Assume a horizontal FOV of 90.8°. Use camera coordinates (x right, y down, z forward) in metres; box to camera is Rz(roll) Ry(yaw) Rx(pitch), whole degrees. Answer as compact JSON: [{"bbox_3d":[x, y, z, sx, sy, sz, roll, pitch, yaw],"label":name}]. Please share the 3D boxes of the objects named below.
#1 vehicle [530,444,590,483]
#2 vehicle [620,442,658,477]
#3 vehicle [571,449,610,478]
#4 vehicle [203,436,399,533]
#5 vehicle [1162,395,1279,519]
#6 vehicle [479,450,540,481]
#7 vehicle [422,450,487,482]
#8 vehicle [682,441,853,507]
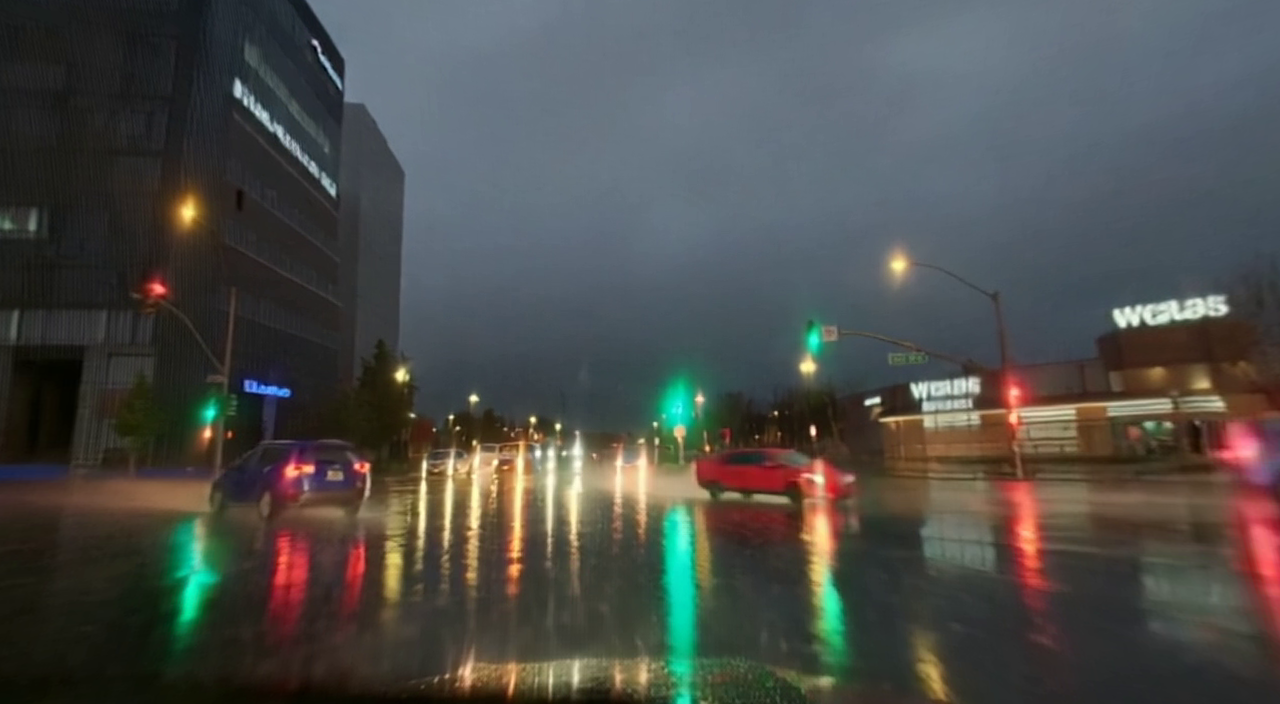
[{"bbox_3d":[-3.891,5.498,31.495,2.162,1.788,4.603,-1,-9,3],"label":"vehicle"},{"bbox_3d":[0.014,6.451,38.252,2.160,1.948,4.784,0,-9,2],"label":"vehicle"},{"bbox_3d":[-3.032,6.945,39.643,1.975,1.690,4.094,0,-9,2],"label":"vehicle"},{"bbox_3d":[-7.593,2.802,14.003,4.445,1.762,2.238,-8,-11,40],"label":"vehicle"},{"bbox_3d":[14.039,1.932,11.743,5.960,2.200,2.708,-4,-9,22],"label":"vehicle"},{"bbox_3d":[-6.933,6.092,34.053,2.163,1.529,4.210,-1,-9,3],"label":"vehicle"},{"bbox_3d":[-10.148,6.239,34.921,2.005,1.596,4.342,-1,-9,4],"label":"vehicle"},{"bbox_3d":[3.460,3.414,18.225,2.142,1.607,4.733,5,-10,-31],"label":"vehicle"}]
